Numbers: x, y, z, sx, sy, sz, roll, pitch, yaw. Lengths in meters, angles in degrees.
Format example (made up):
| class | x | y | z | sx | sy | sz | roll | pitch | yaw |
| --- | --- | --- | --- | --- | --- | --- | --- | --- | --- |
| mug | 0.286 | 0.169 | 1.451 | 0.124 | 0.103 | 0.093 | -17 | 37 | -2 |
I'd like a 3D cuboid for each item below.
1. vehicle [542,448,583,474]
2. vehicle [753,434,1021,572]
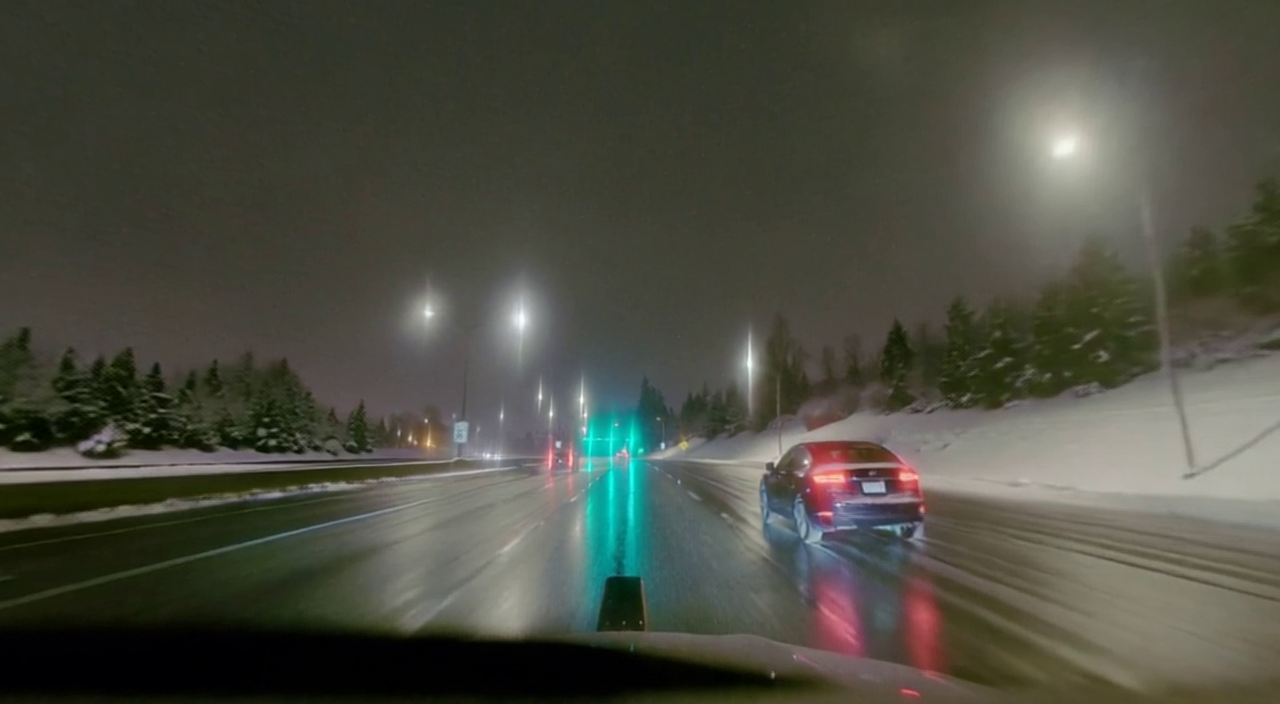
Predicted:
| class | x | y | z | sx | sy | sz | roll | pitch | yaw |
| --- | --- | --- | --- | --- | --- | --- | --- | --- | --- |
| vehicle | -4.689 | 6.663 | 38.696 | 2.014 | 1.481 | 4.156 | 0 | -8 | -1 |
| vehicle | 3.152 | 2.018 | 9.372 | 2.030 | 1.490 | 4.737 | 0 | -8 | 0 |
